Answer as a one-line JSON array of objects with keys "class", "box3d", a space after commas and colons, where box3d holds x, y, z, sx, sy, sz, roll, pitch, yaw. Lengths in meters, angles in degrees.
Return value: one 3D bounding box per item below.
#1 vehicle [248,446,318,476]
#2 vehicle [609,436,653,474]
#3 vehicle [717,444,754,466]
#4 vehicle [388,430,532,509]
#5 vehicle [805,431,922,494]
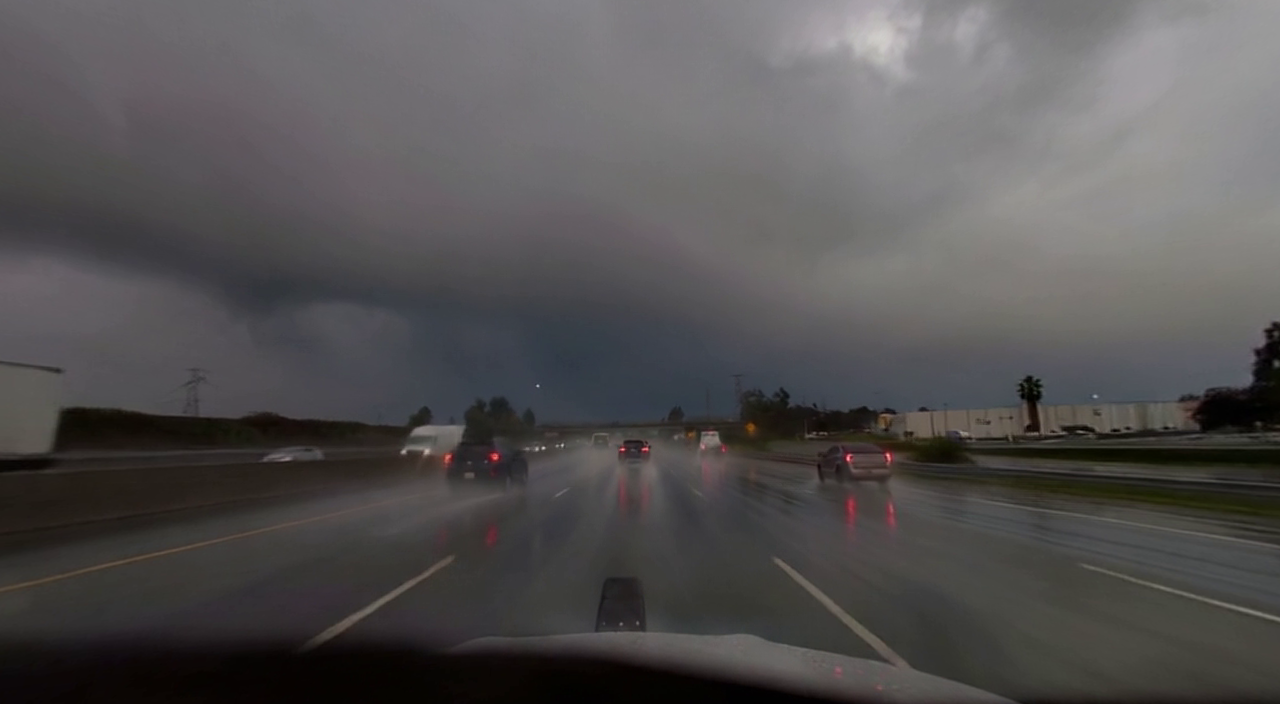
[{"class": "vehicle", "box3d": [-17.283, 5.280, 30.722, 1.473, 1.358, 3.231, 0, -9, 1]}, {"class": "vehicle", "box3d": [-0.408, 5.137, 31.749, 2.002, 1.759, 4.658, 0, -9, 0]}, {"class": "vehicle", "box3d": [6.699, 7.267, 44.674, 1.879, 1.428, 4.402, 0, -9, -1]}, {"class": "vehicle", "box3d": [-4.189, 2.820, 15.636, 2.126, 1.631, 4.643, 0, -9, 1]}, {"class": "vehicle", "box3d": [6.564, 3.298, 19.107, 1.944, 1.666, 4.184, 0, -9, 0]}]
